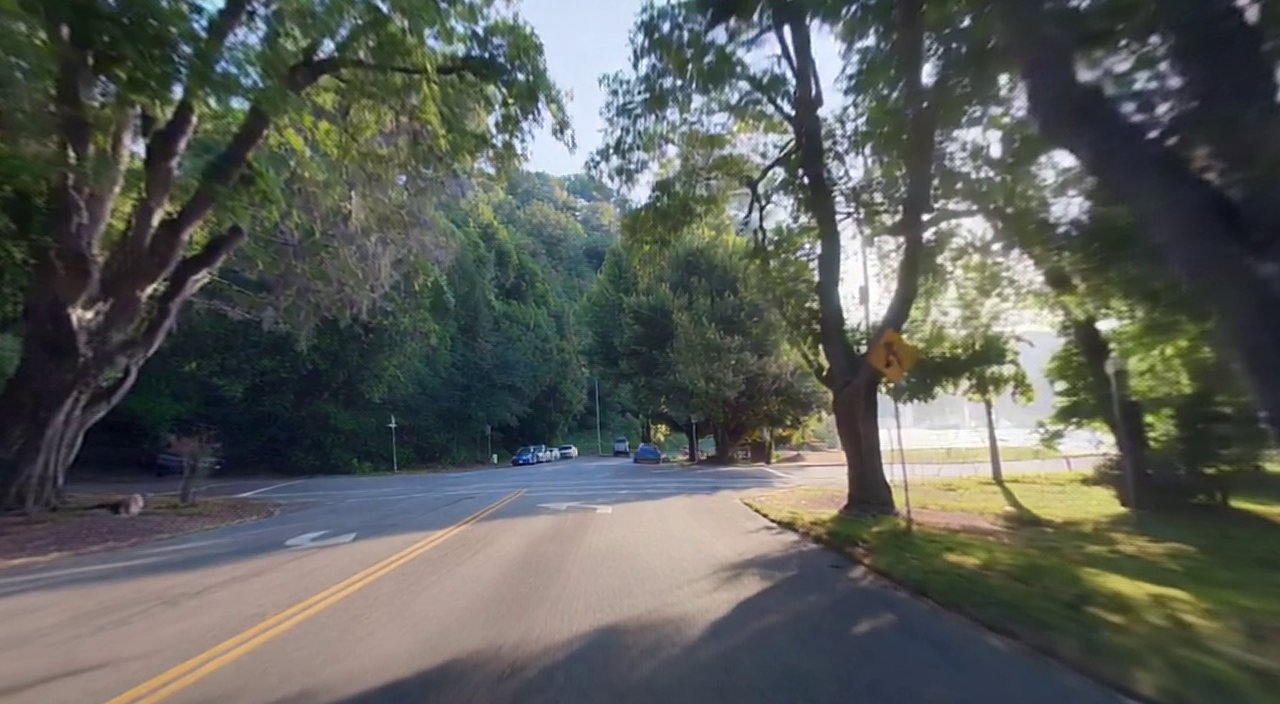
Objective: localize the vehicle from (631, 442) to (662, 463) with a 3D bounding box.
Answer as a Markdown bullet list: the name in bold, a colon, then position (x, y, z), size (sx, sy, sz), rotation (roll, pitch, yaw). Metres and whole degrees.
- **vehicle**: position (0.421, 7.410, 46.580), size (2.051, 1.461, 4.100), rotation (0, -8, -3)

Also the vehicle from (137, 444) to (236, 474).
- **vehicle**: position (-28.782, 6.760, 40.061), size (4.986, 1.796, 2.066), rotation (-2, -8, 10)
